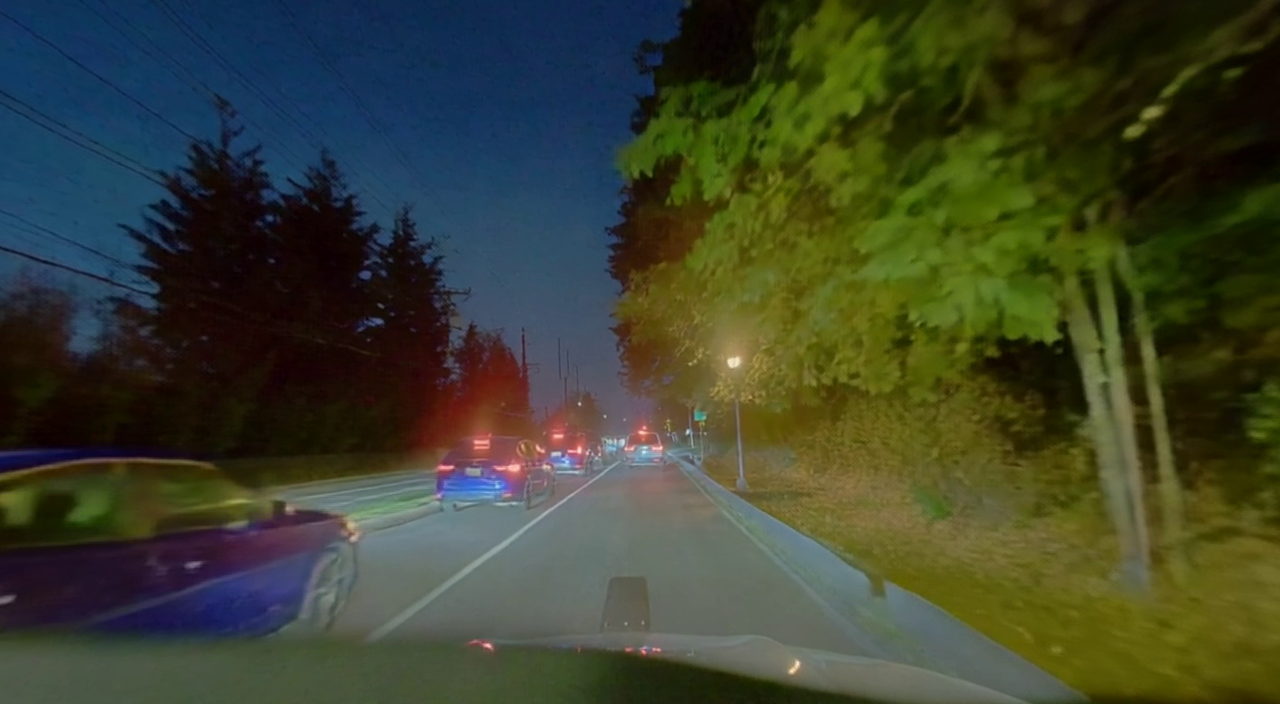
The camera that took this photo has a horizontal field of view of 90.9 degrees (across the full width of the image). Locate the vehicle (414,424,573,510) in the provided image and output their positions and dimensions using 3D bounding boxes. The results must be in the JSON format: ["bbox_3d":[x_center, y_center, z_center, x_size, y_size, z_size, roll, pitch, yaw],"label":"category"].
[{"bbox_3d":[-2.959,2.462,14.028,2.180,1.546,4.755,0,-8,3],"label":"vehicle"}]

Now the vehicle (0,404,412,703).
[{"bbox_3d":[-3.212,1.046,2.969,2.260,1.465,4.972,0,-8,2],"label":"vehicle"}]

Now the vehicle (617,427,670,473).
[{"bbox_3d":[0.239,4.402,28.517,2.241,1.912,4.095,0,-8,3],"label":"vehicle"}]
